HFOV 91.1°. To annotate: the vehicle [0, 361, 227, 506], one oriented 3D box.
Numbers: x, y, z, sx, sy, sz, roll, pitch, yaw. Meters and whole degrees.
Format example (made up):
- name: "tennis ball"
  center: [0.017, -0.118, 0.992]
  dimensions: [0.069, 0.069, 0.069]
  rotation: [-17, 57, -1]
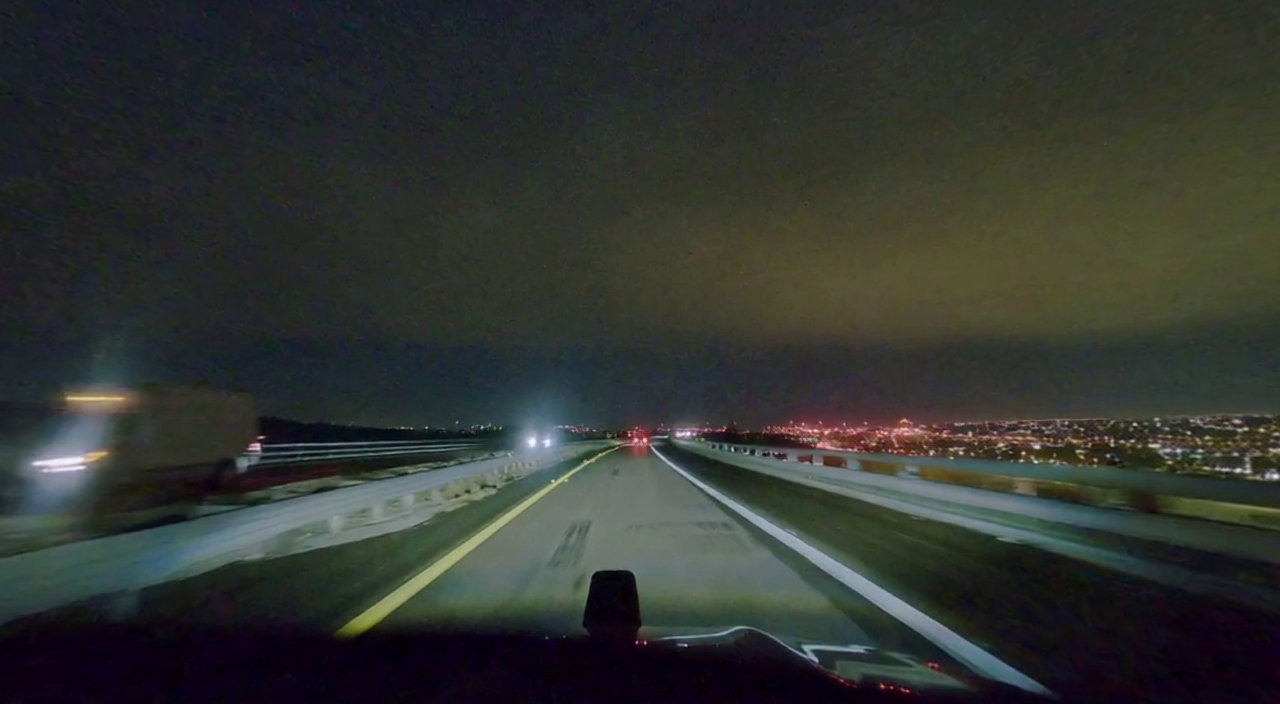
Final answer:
- name: "vehicle"
  center: [-16.363, 2.446, 18.804]
  dimensions: [2.782, 3.438, 7.770]
  rotation: [0, -8, -2]
